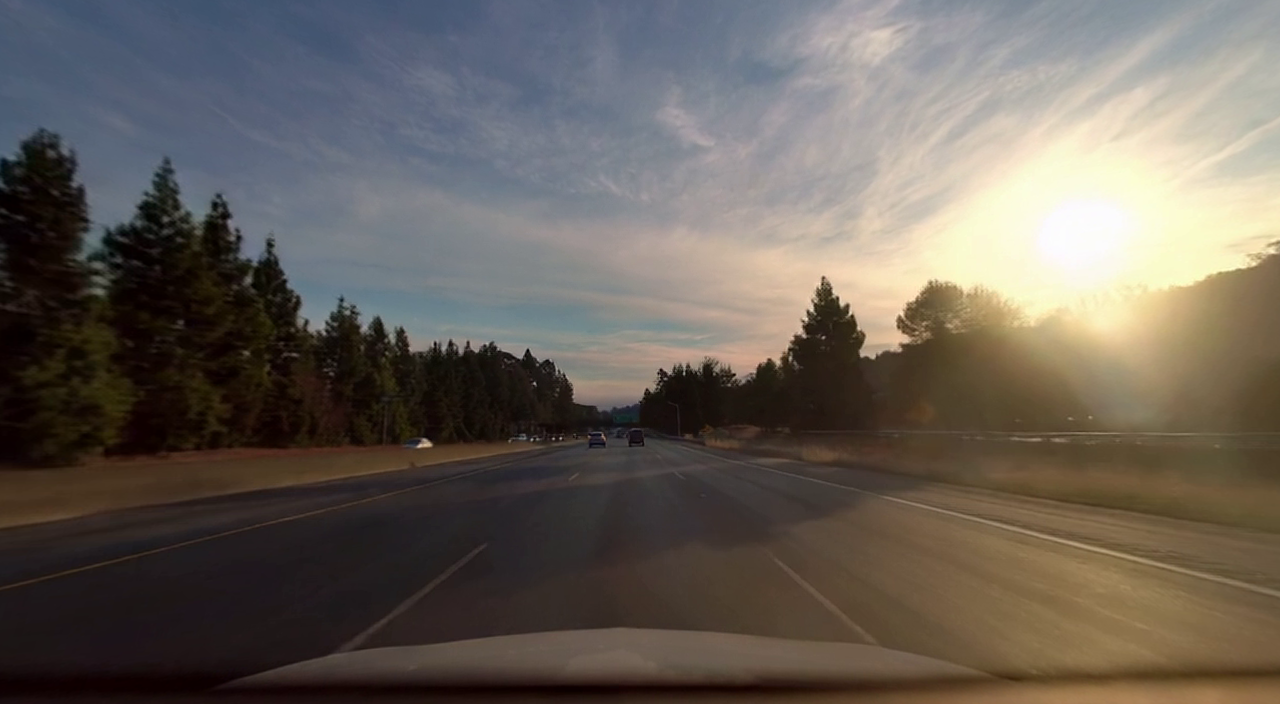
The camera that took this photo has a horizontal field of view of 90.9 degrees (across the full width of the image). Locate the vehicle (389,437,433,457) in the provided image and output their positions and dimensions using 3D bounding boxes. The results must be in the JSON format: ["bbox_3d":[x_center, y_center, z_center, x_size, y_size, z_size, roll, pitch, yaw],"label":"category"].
[{"bbox_3d":[-17.958,7.467,49.575,1.826,1.498,4.295,0,-8,0],"label":"vehicle"}]
